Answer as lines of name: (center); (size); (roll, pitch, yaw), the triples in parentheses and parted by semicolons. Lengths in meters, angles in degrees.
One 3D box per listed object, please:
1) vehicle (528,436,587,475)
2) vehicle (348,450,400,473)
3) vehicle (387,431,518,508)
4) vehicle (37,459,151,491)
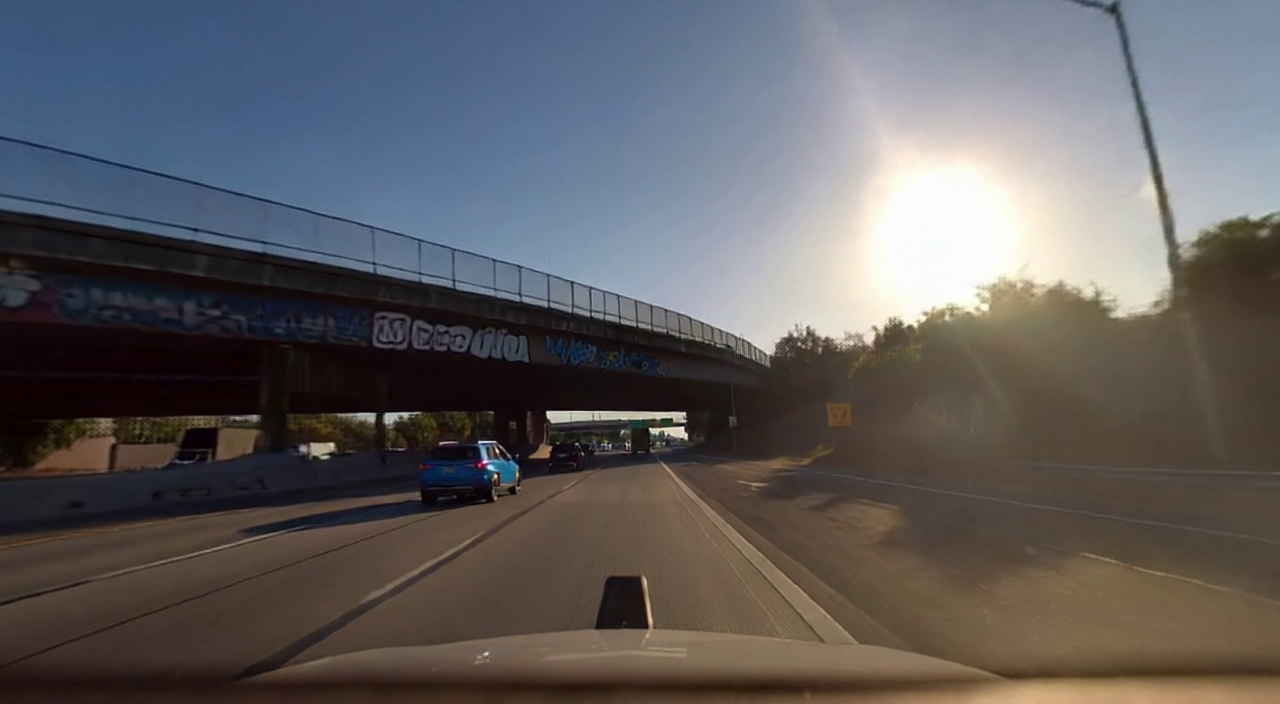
vehicle: (-3.822, 4.883, 29.859); (2.154, 1.693, 4.394); (0, -8, 1)
vehicle: (-20.150, 8.316, 47.788); (1.856, 1.560, 5.001); (-1, -8, -1)
vehicle: (-4.403, 2.810, 15.464); (1.969, 1.633, 3.962); (0, -8, 0)
vehicle: (-35.280, 7.934, 40.892); (2.190, 1.725, 5.844); (0, -8, 0)
